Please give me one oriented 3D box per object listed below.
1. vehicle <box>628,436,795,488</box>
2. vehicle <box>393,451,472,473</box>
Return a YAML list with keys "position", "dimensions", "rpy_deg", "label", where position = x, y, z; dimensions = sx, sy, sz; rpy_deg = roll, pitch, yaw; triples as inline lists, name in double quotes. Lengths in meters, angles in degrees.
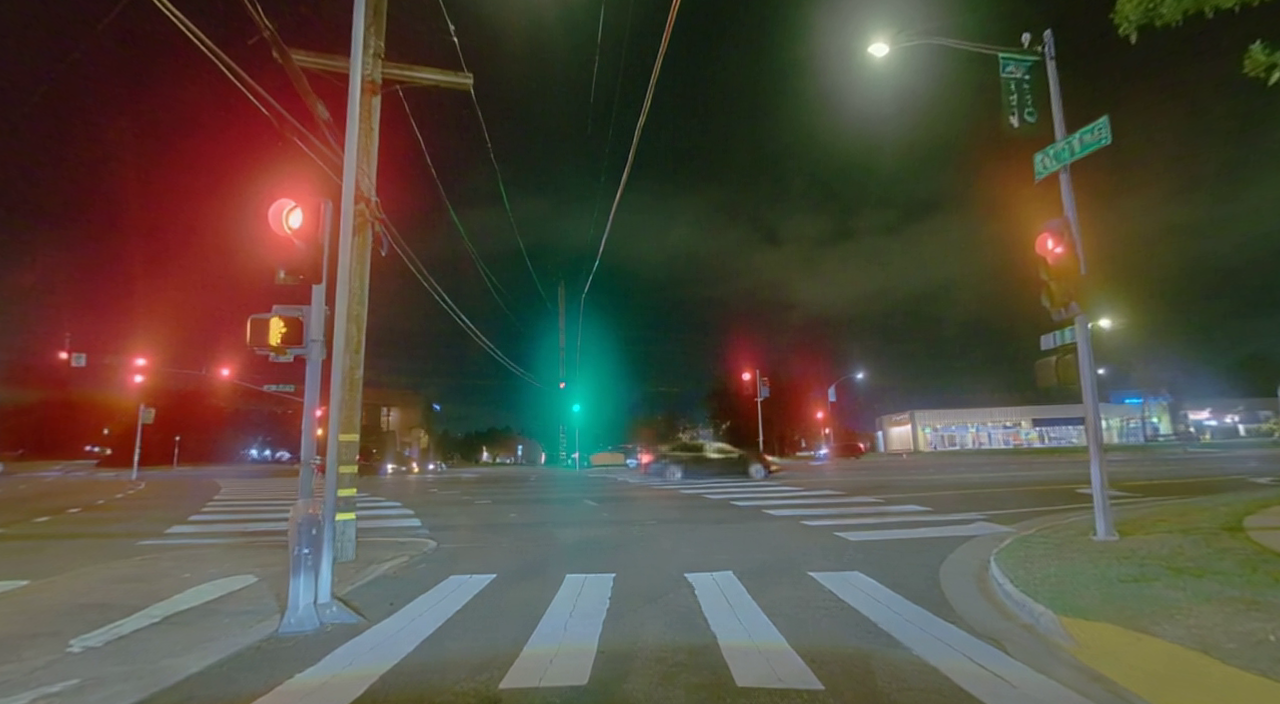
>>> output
- position: [2.158, 3.390, 19.684]
  dimensions: [4.700, 1.479, 2.095]
  rpy_deg: [2, -9, -13]
  label: "vehicle"
- position: [-14.080, 7.450, 43.018]
  dimensions: [4.837, 1.407, 1.818]
  rpy_deg: [4, -9, -26]
  label: "vehicle"
